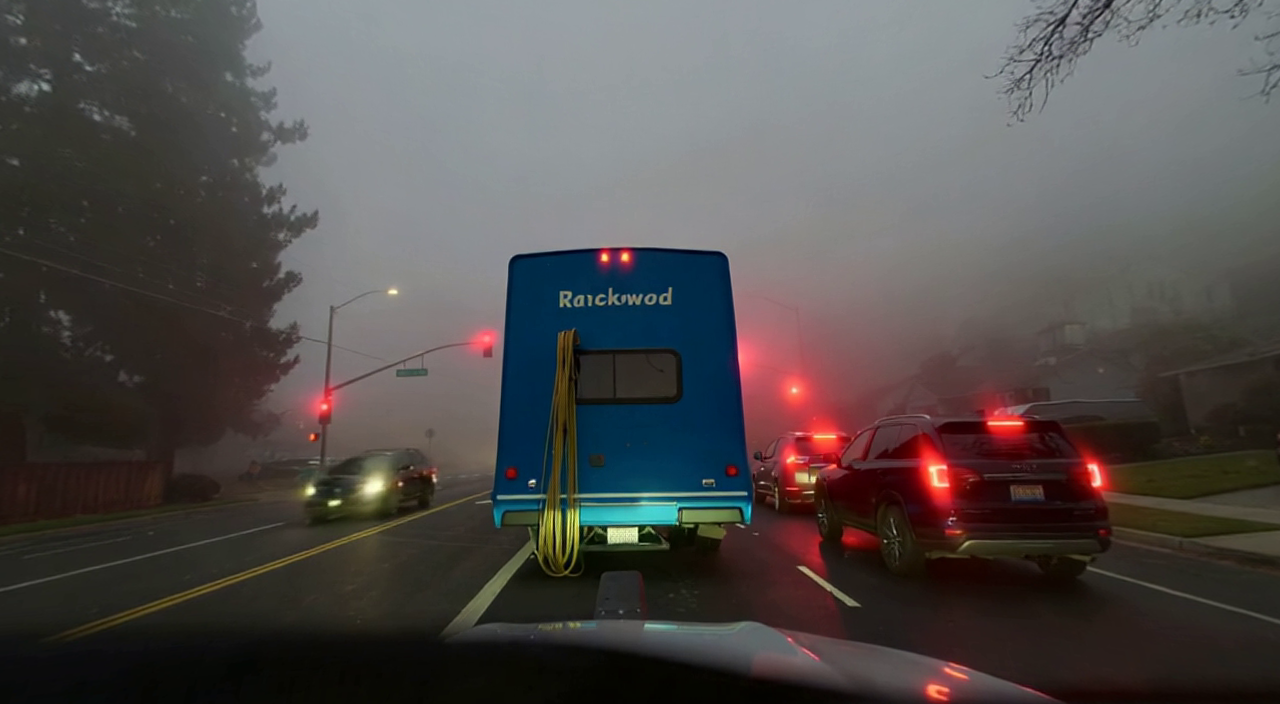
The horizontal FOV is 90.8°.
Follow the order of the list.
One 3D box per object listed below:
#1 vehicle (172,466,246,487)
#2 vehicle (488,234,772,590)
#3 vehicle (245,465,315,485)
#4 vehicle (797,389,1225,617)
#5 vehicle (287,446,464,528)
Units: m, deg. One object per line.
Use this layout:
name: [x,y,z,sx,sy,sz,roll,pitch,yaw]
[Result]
vehicle: [-32.686,9.415,47.960,4.311,1.458,1.707,0,-9,-3]
vehicle: [-0.100,1.133,10.327,2.709,3.511,8.213,0,-9,0]
vehicle: [-27.408,9.364,48.144,4.187,1.445,1.809,0,-9,0]
vehicle: [3.411,1.493,7.137,2.104,1.735,4.408,0,-9,0]
vehicle: [-5.581,2.865,14.139,1.979,1.483,4.668,0,-9,-1]
